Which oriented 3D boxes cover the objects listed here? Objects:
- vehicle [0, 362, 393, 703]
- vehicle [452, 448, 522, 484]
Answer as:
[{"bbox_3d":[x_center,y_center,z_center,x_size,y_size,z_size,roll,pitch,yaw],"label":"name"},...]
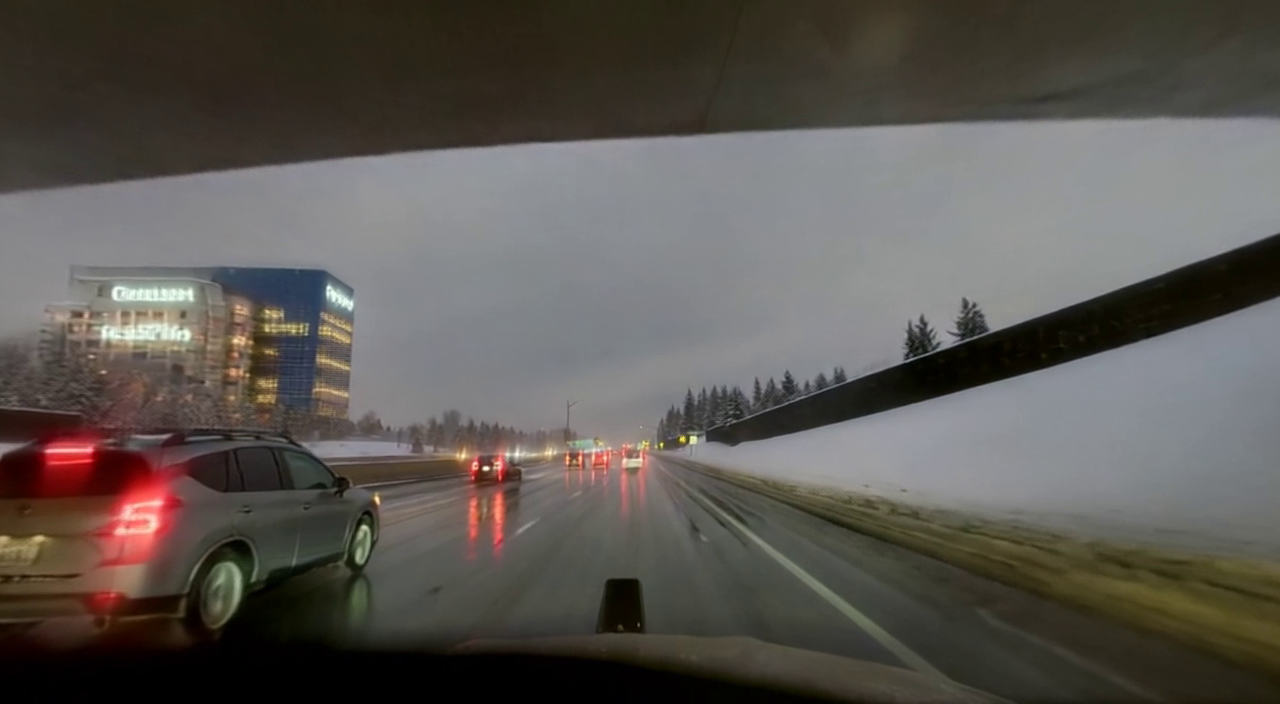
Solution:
[{"bbox_3d":[-3.813,1.216,4.699,2.059,1.725,4.521,0,-9,0],"label":"vehicle"},{"bbox_3d":[-7.174,5.368,30.073,1.998,1.542,4.953,0,-9,1],"label":"vehicle"}]
